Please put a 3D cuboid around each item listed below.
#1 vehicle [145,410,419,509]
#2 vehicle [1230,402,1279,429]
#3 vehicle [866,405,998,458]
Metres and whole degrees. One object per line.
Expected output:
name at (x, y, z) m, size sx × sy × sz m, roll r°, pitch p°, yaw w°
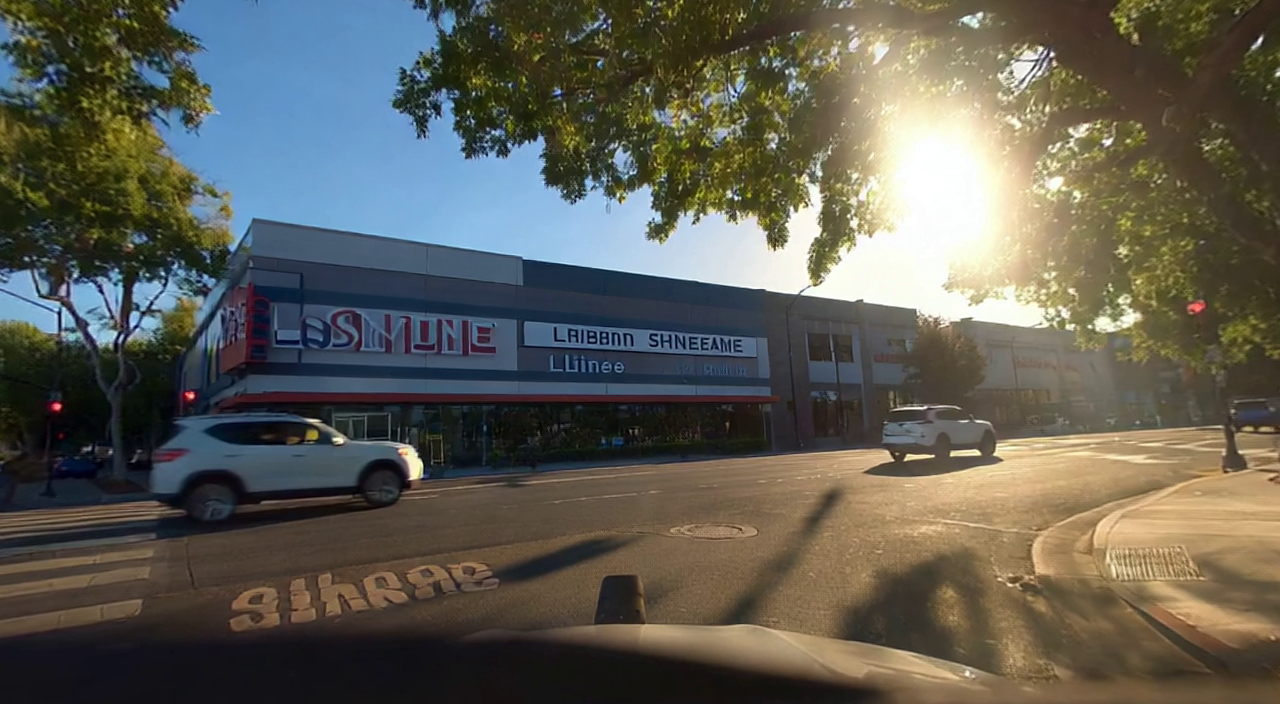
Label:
vehicle at (-7.465, 2.255, 13.556) m, size 4.689 × 1.758 × 2.146 m, roll 6°, pitch -10°, yaw -33°
vehicle at (43.855, 4.545, 44.658) m, size 4.509 × 1.691 × 1.983 m, roll 6°, pitch -10°, yaw -34°
vehicle at (9.920, 2.742, 21.391) m, size 4.377 × 1.624 × 1.953 m, roll 6°, pitch -10°, yaw -34°
